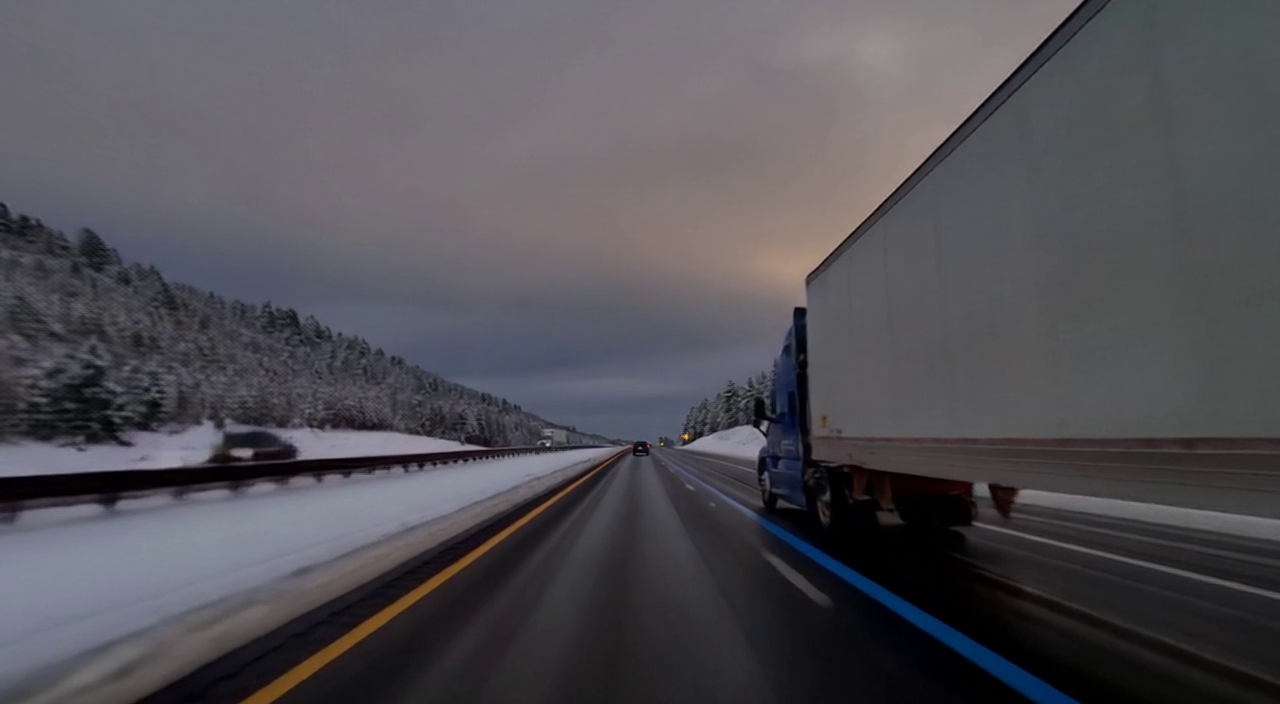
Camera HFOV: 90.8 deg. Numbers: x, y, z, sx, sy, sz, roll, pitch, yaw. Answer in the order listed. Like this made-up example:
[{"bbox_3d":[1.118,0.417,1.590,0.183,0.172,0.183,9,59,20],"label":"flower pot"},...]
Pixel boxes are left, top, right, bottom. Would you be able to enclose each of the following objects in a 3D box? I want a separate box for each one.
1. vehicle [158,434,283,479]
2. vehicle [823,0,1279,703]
[{"bbox_3d":[-17.366,4.337,26.503,2.047,1.682,4.656,0,-8,0],"label":"vehicle"},{"bbox_3d":[4.206,-0.260,4.155,2.859,4.378,10.032,0,-8,0],"label":"vehicle"}]
